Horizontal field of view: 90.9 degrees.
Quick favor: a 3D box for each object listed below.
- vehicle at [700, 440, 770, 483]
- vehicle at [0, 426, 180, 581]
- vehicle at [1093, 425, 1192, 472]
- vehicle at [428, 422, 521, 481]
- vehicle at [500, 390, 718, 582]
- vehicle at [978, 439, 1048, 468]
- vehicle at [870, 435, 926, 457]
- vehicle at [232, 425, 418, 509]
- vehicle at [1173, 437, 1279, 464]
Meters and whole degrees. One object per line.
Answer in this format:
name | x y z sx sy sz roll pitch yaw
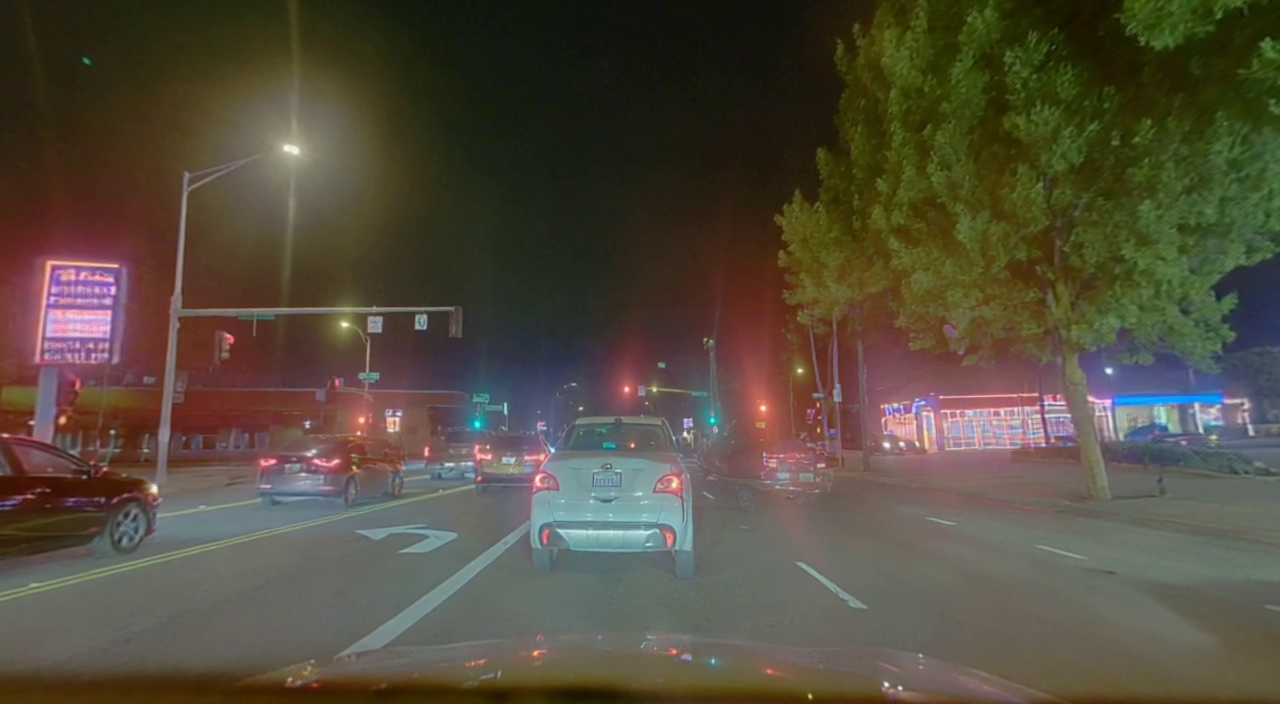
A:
vehicle | 3.423 4.043 23.513 2.023 1.441 4.240 0 -8 1
vehicle | -6.972 1.446 6.029 1.831 1.451 4.382 0 -8 0
vehicle | 19.220 3.659 24.045 4.156 1.622 1.924 7 -11 -38
vehicle | -6.449 3.956 25.217 2.496 2.112 4.351 0 -8 0
vehicle | -0.310 1.597 8.233 2.064 1.817 4.298 0 -8 -1
vehicle | 20.099 5.411 33.920 3.836 1.443 1.694 5 -10 -35
vehicle | 20.101 7.326 49.044 4.361 1.653 2.034 6 -11 -37
vehicle | -7.111 2.629 14.894 1.941 1.655 4.503 0 -8 2
vehicle | 29.727 4.942 31.659 4.176 1.313 1.719 0 -8 2
